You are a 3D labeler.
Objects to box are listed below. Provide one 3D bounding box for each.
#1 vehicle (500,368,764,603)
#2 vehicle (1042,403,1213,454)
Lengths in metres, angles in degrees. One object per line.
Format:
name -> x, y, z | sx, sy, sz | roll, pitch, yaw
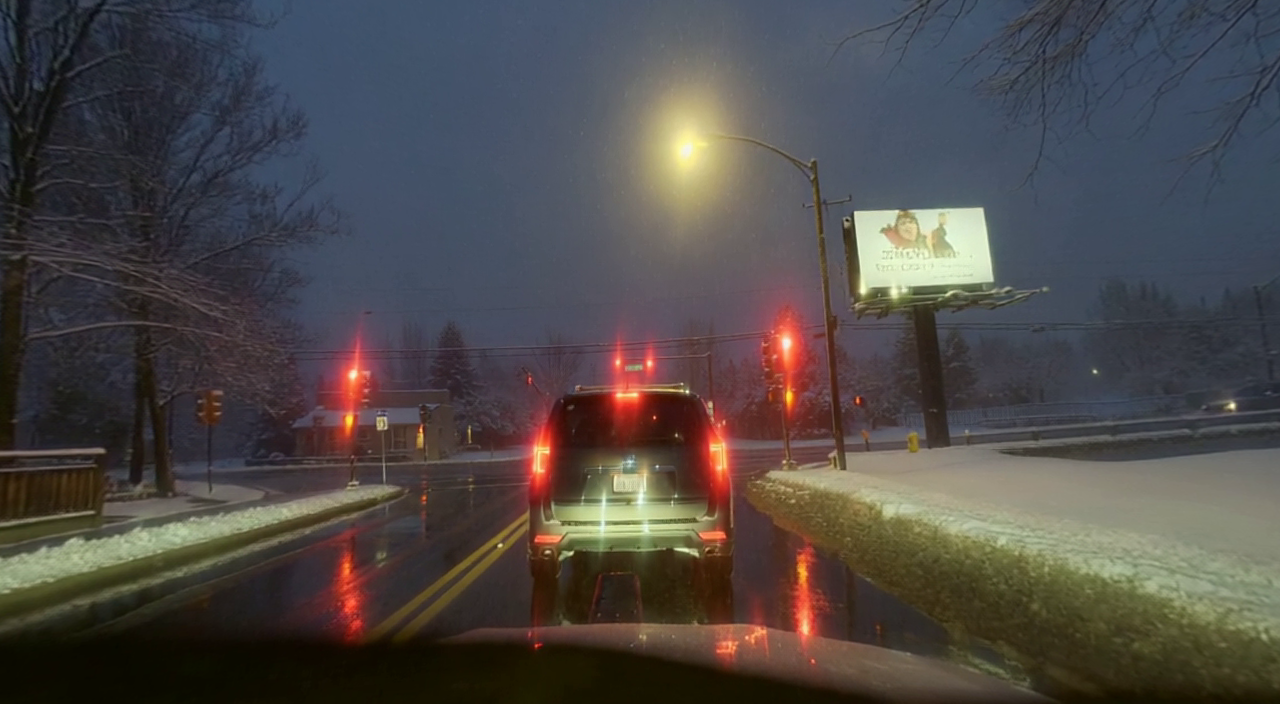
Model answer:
vehicle -> -0.063, 1.361, 7.135 | 2.142, 1.904, 3.816 | -1, -8, 0
vehicle -> 15.273, 2.448, 19.945 | 3.750, 1.502, 1.781 | -2, -8, 13
